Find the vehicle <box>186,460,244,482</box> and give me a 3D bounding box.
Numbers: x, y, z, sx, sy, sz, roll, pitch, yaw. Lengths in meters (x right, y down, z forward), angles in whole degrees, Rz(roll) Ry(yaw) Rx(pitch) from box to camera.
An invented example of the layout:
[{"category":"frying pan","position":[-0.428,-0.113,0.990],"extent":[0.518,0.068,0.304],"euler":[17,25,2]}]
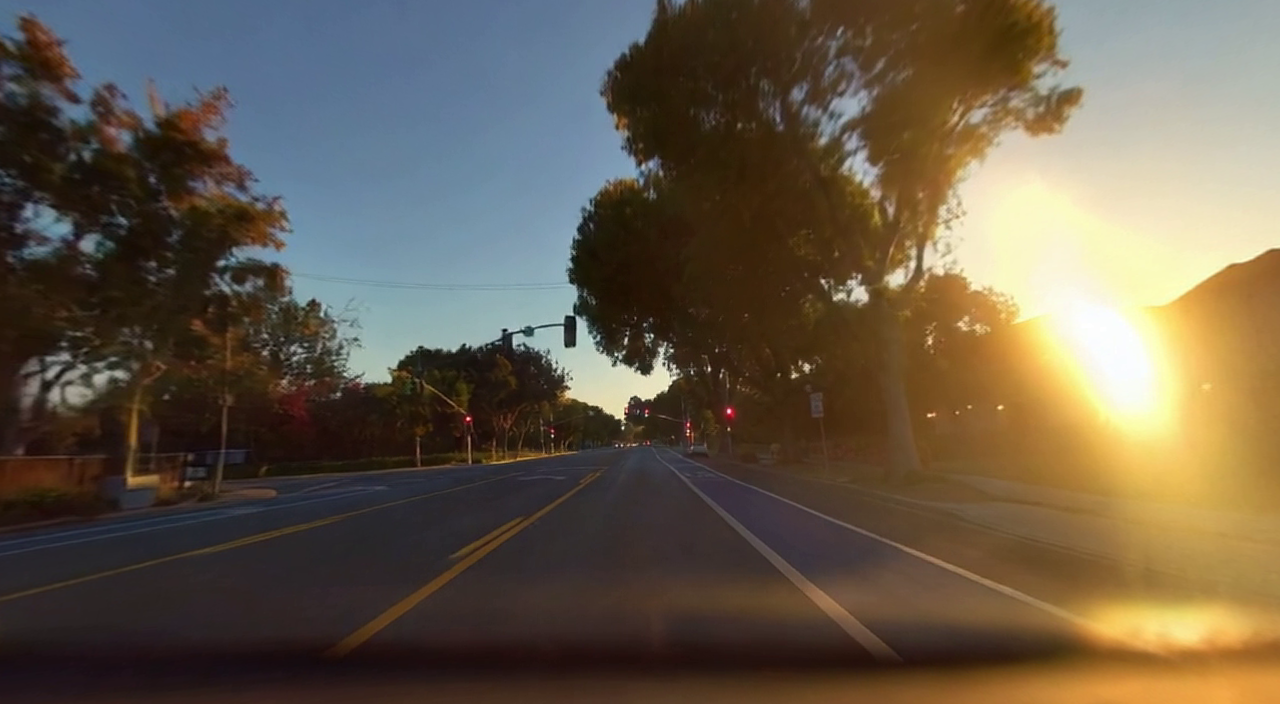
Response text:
[{"category":"vehicle","position":[-33.078,9.226,49.155],"extent":[1.713,1.527,3.708],"euler":[-1,-9,5]}]
